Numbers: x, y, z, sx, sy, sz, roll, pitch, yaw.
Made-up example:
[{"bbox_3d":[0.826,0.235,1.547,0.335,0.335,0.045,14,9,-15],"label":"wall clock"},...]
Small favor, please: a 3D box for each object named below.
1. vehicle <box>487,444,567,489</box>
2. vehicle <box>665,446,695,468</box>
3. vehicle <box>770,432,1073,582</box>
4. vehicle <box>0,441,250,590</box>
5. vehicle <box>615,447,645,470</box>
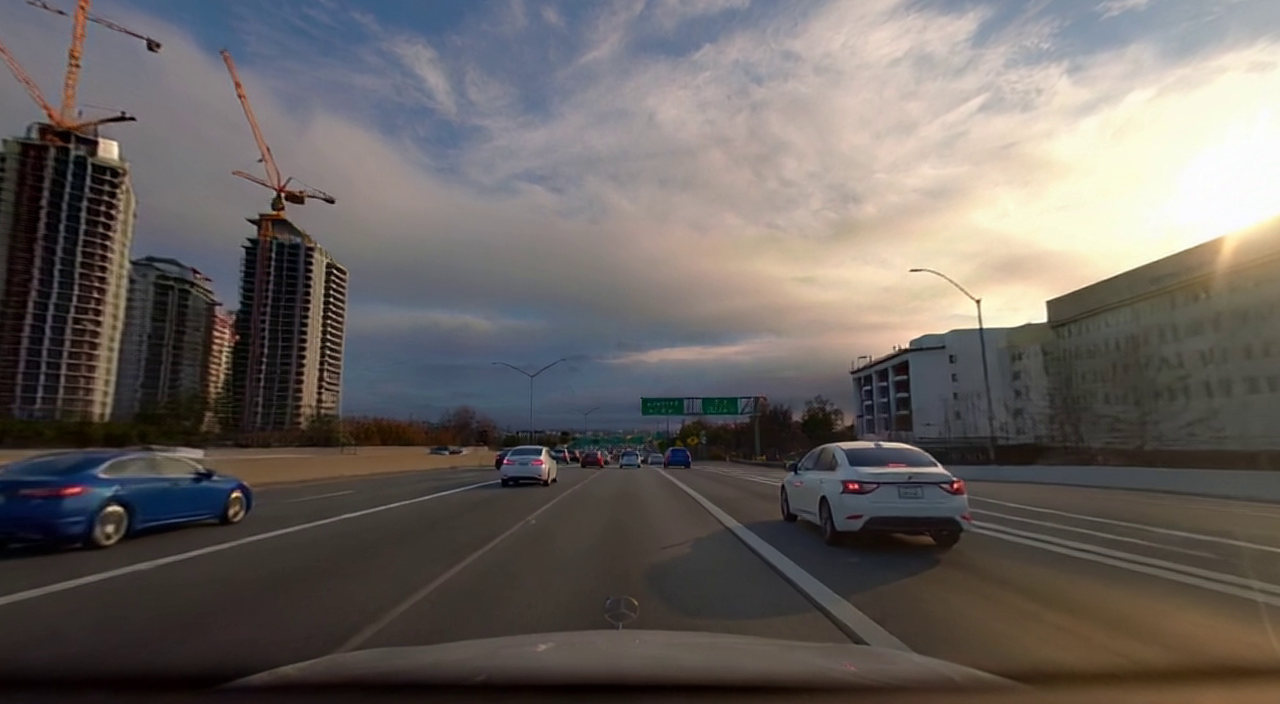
[{"bbox_3d":[-4.076,4.184,23.555,2.136,1.512,4.488,0,-8,0],"label":"vehicle"},{"bbox_3d":[3.093,8.272,49.788,1.978,1.602,4.092,0,-8,-2],"label":"vehicle"},{"bbox_3d":[3.323,1.896,8.684,1.995,1.486,4.463,0,-8,-2],"label":"vehicle"},{"bbox_3d":[-7.584,1.984,8.516,1.951,1.528,4.209,0,-8,0],"label":"vehicle"},{"bbox_3d":[-0.719,7.437,44.246,2.019,1.472,3.971,0,-8,-1],"label":"vehicle"}]
